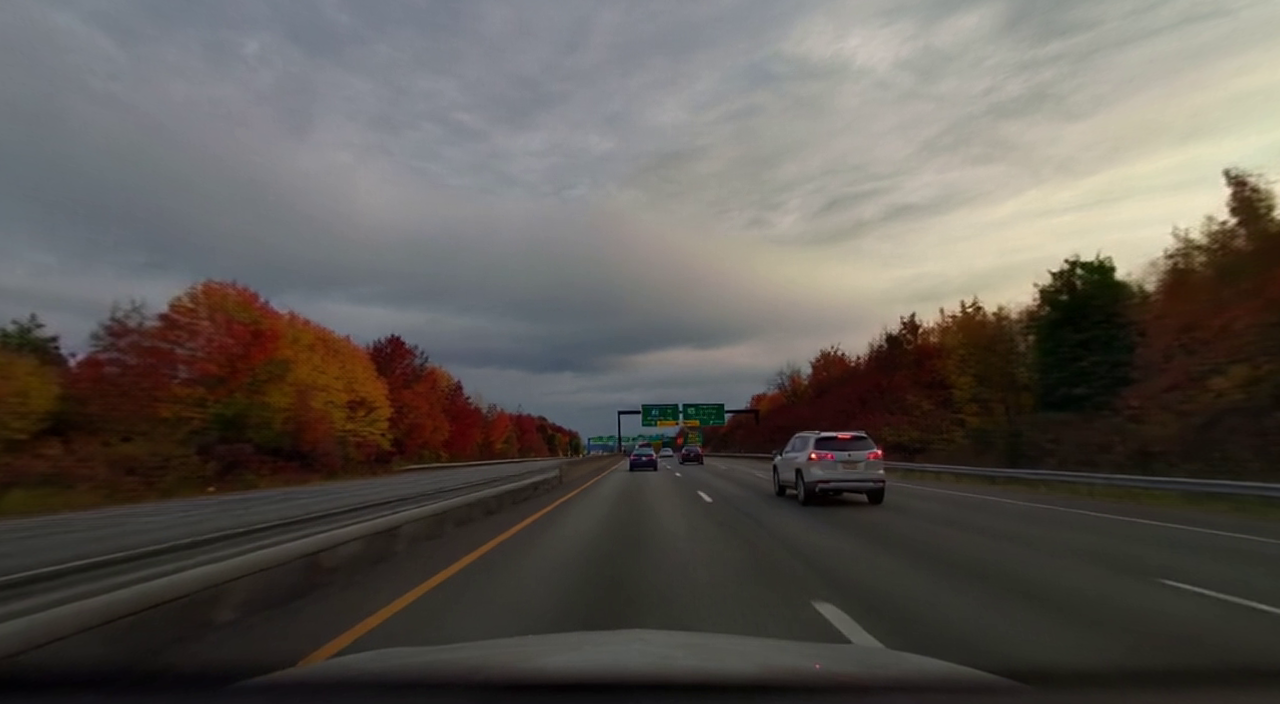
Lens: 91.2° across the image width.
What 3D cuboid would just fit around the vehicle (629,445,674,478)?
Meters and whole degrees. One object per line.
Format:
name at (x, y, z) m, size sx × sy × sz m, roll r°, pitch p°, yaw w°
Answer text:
vehicle at (0.511, 5.221, 30.093) m, size 2.037 × 1.418 × 3.793 m, roll 0°, pitch -9°, yaw 0°

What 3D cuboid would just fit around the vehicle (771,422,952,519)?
vehicle at (4.462, 2.484, 13.539) m, size 2.250 × 1.718 × 4.358 m, roll 0°, pitch -9°, yaw 0°

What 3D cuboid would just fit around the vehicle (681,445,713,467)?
vehicle at (4.055, 7.491, 45.244) m, size 1.959 × 1.528 × 4.207 m, roll 0°, pitch -9°, yaw 0°
